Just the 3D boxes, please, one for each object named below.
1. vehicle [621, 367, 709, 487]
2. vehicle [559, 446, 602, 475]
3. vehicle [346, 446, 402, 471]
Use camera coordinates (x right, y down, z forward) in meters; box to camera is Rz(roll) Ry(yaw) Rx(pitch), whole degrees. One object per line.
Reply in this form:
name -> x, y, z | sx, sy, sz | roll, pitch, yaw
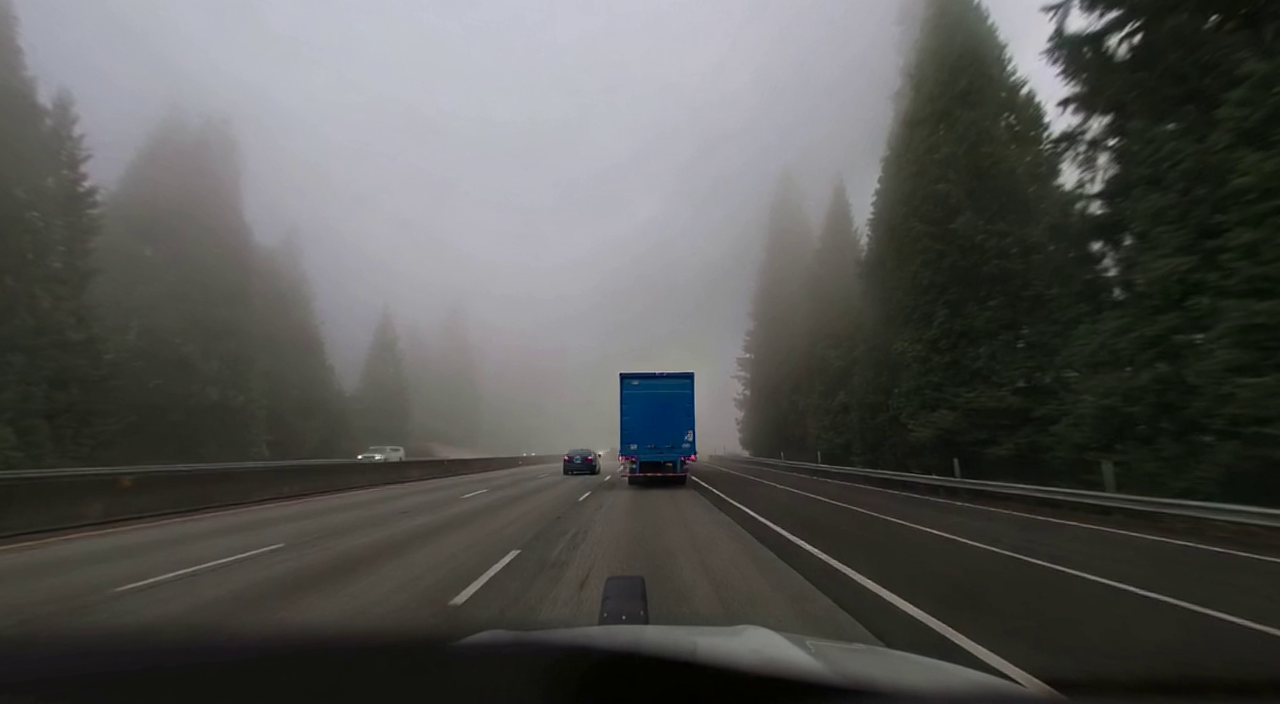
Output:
vehicle -> 0.810, 3.234, 25.981 | 2.898, 3.973, 10.063 | 0, -9, 0
vehicle -> -3.239, 5.957, 34.870 | 1.985, 1.482, 3.923 | 0, -9, 0
vehicle -> -19.346, 7.758, 46.120 | 1.974, 1.711, 4.813 | 0, -9, 0
